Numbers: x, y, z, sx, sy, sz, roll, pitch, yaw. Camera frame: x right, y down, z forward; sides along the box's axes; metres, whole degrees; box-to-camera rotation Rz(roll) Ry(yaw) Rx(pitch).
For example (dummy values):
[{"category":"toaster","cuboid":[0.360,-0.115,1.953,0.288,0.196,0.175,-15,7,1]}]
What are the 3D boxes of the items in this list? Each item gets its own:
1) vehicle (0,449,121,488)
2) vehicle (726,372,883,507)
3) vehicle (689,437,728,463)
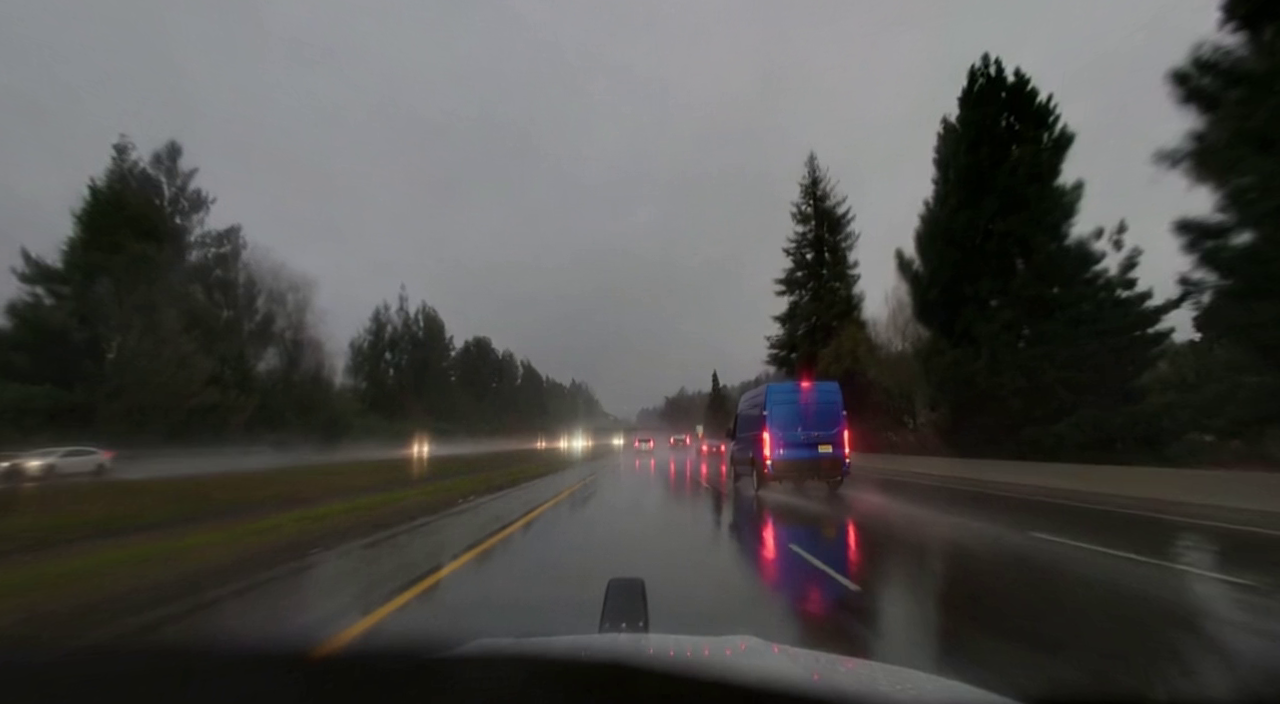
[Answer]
[{"category":"vehicle","cuboid":[-24.520,4.792,26.389,1.778,1.443,4.405,0,-8,0]},{"category":"vehicle","cuboid":[3.672,2.168,15.558,2.302,2.670,5.912,0,-8,1]},{"category":"vehicle","cuboid":[4.467,6.467,41.709,2.034,1.651,4.342,0,-8,0]}]
